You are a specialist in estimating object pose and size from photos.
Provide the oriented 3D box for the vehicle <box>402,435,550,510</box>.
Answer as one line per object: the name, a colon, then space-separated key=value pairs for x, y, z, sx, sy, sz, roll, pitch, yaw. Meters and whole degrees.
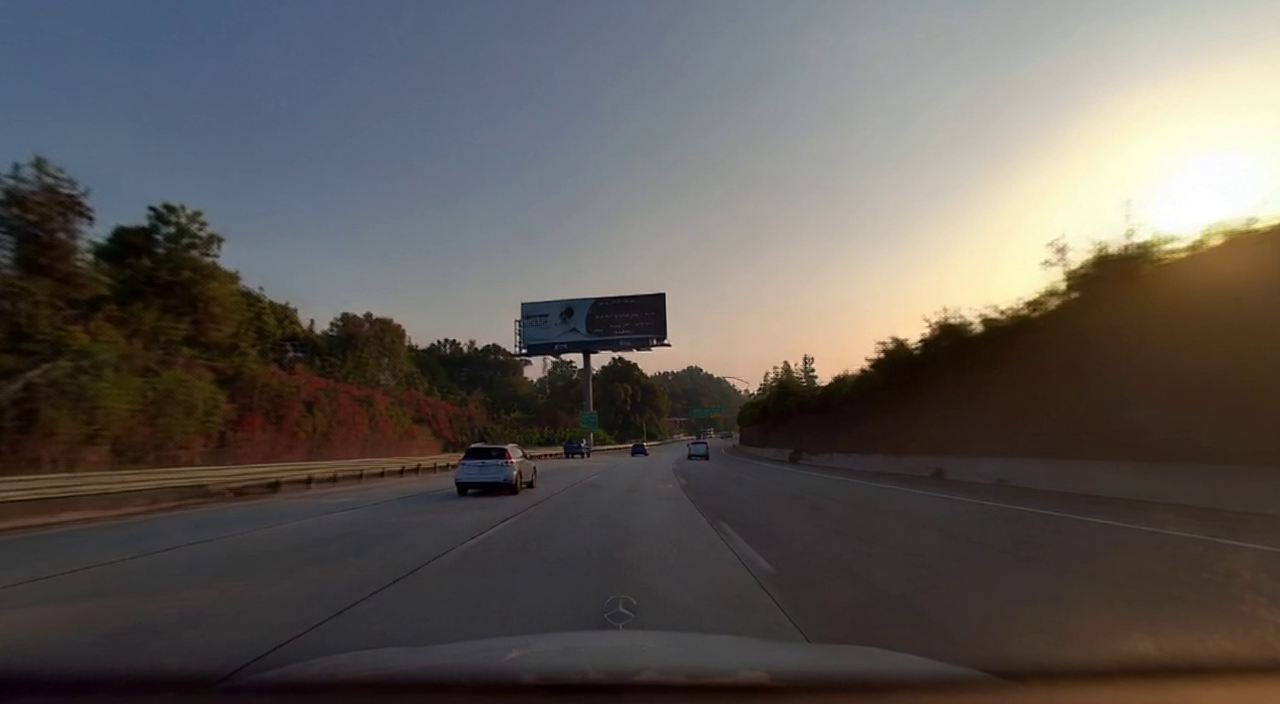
vehicle: x=-3.594 y=2.744 z=14.891 sx=2.192 sy=1.482 sz=4.454 roll=0 pitch=-9 yaw=1

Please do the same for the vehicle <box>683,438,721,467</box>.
vehicle: x=4.056 y=6.649 z=41.967 sx=2.211 sy=1.814 sz=4.404 roll=0 pitch=-9 yaw=2
